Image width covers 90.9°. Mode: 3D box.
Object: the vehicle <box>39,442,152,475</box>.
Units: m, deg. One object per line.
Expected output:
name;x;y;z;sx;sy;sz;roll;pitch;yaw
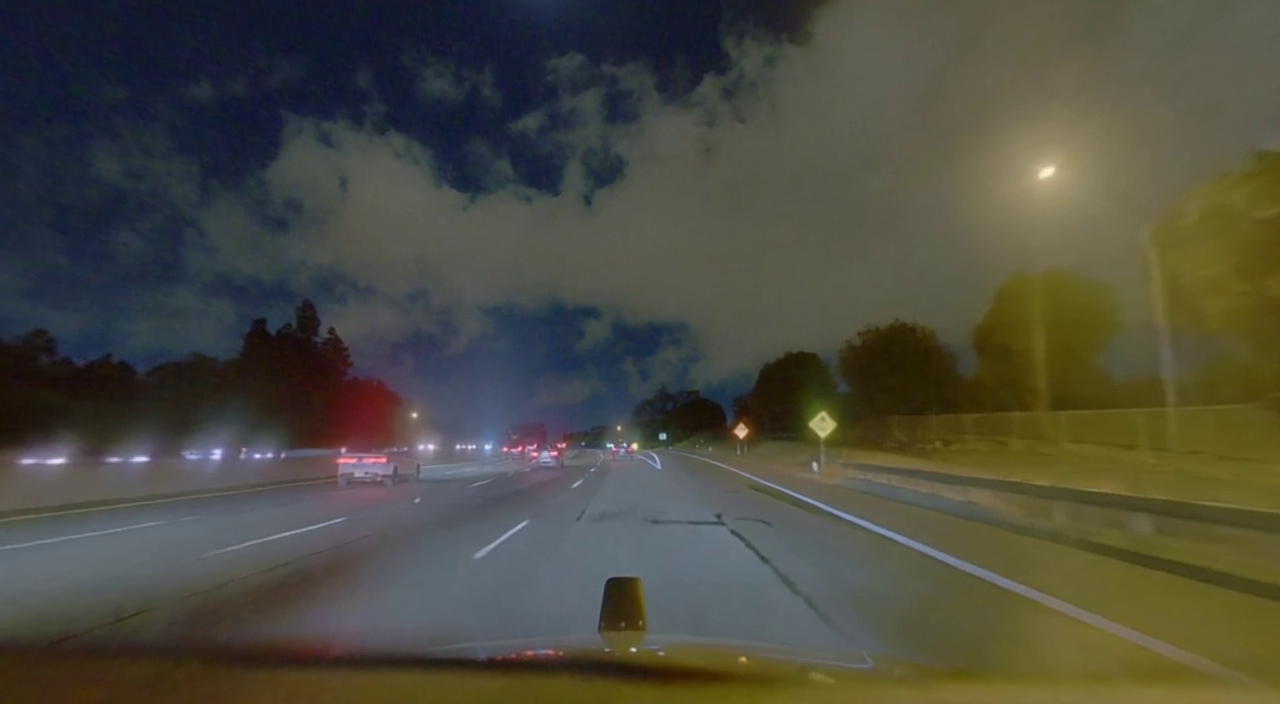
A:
vehicle;-28.246;5.502;32.955;1.849;1.575;4.587;0;-8;-1

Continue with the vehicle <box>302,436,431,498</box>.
vehicle;-7.974;3.378;18.882;2.086;1.628;4.039;0;-8;-1

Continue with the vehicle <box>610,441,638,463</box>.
vehicle;-1.110;6.982;44.336;1.881;1.460;3.694;0;-8;-2

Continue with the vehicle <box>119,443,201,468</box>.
vehicle;-32.064;6.906;42.348;1.871;1.567;4.752;0;-8;-2

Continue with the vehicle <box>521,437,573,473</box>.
vehicle;-4.481;5.043;31.081;1.991;1.610;4.606;0;-8;-1
